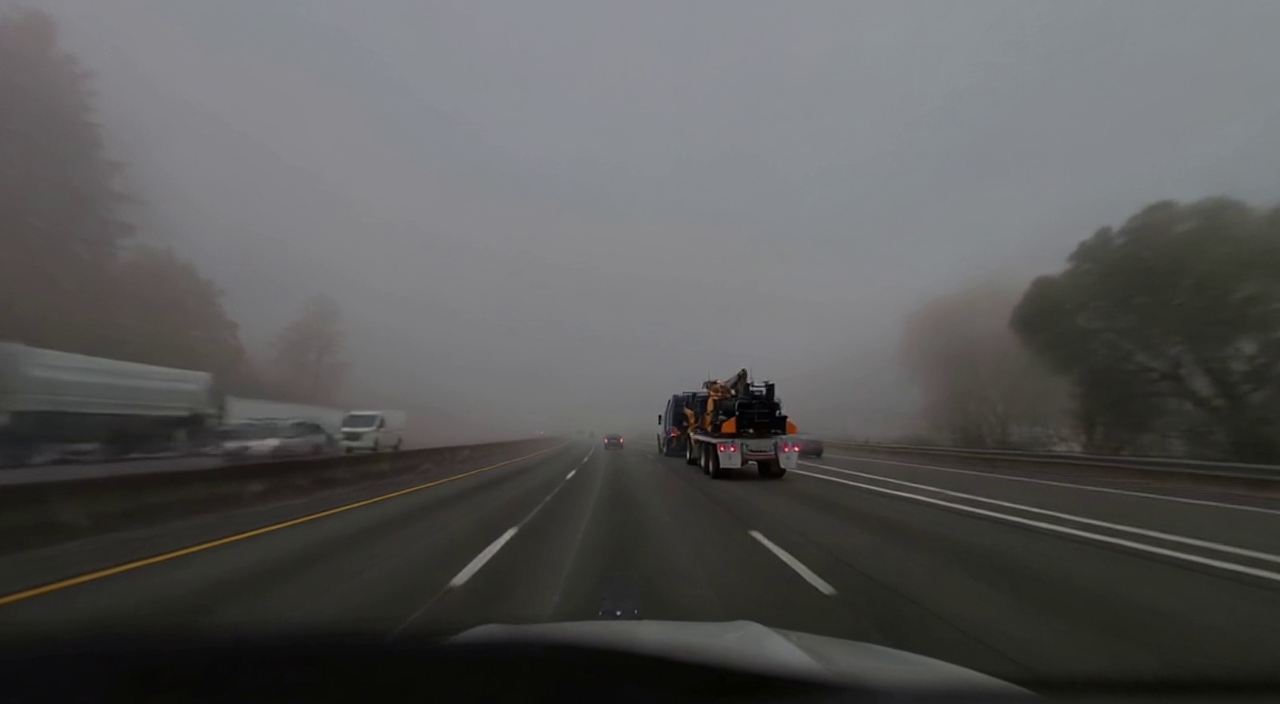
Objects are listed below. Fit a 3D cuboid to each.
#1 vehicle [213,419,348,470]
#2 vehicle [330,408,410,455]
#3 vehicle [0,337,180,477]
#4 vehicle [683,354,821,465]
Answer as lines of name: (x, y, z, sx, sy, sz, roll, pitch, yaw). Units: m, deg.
vehicle: (-12.014, 3.132, 21.493, 2.000, 1.546, 4.563, 0, -8, -2)
vehicle: (-15.691, 4.679, 37.030, 2.254, 2.533, 5.803, 0, -8, -2)
vehicle: (-18.987, 1.711, 18.781, 3.022, 3.791, 10.271, 0, -8, -2)
vehicle: (3.510, 2.185, 22.176, 2.833, 3.180, 8.004, 1, -8, -4)
